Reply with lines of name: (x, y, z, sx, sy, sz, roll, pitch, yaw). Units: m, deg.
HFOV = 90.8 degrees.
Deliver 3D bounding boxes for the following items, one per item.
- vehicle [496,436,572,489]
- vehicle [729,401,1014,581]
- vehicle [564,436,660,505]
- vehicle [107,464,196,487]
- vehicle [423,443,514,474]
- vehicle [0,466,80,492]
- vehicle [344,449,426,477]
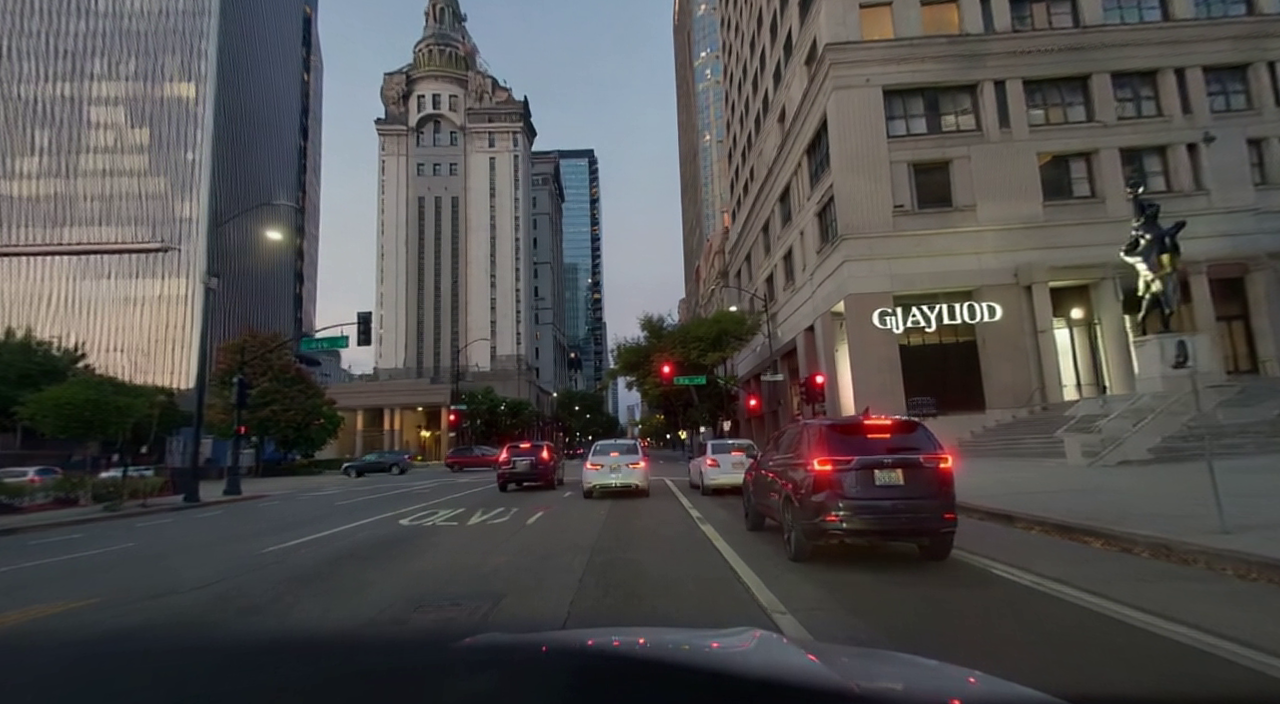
vehicle: (-3.611, 3.847, 22.408, 2.045, 1.633, 4.864, 0, -8, -2)
vehicle: (2.611, 1.703, 8.541, 2.096, 1.775, 4.440, 0, -8, -1)
vehicle: (-0.642, 2.918, 16.000, 2.096, 1.492, 4.071, 0, -8, -1)
vehicle: (-32.359, 8.172, 41.925, 4.392, 1.427, 1.764, 0, -9, -1)
vehicle: (-10.238, 6.325, 37.746, 4.855, 1.769, 2.071, 4, -9, -26)
vehicle: (-40.214, 8.427, 41.961, 4.224, 1.622, 1.808, 0, -9, -1)
vehicle: (-16.935, 7.372, 42.187, 1.953, 1.752, 4.612, -7, -11, 39)
